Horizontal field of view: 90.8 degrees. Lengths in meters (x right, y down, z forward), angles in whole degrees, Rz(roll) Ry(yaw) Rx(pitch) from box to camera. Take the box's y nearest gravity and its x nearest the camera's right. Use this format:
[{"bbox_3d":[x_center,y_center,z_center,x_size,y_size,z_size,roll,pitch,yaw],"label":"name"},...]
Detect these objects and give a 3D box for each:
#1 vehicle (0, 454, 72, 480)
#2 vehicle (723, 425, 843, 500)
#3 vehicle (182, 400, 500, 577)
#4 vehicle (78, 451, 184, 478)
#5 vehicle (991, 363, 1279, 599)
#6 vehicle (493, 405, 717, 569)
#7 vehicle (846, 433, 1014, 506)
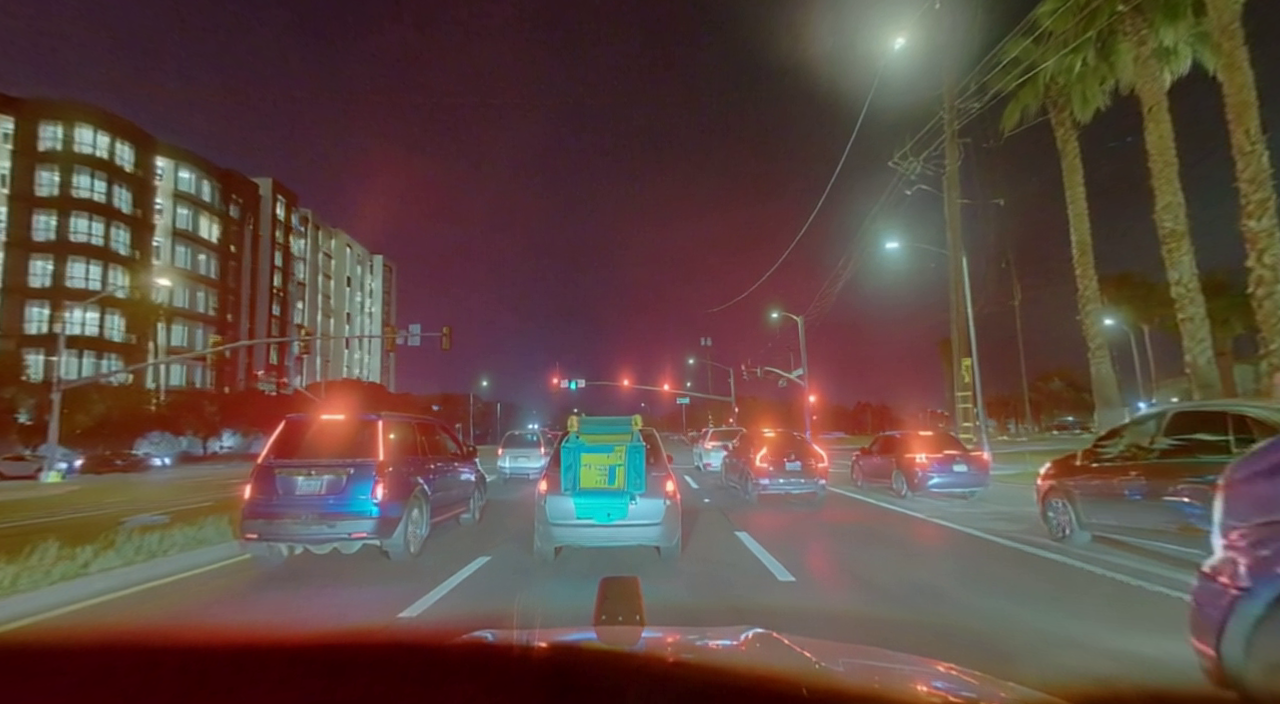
[{"bbox_3d":[-42.476,7.876,43.260,4.867,1.689,1.971,1,-9,-8],"label":"vehicle"},{"bbox_3d":[3.339,2.679,15.640,1.975,1.598,4.025,0,-8,-1],"label":"vehicle"},{"bbox_3d":[-3.526,1.707,8.674,2.136,1.779,4.417,0,-8,1],"label":"vehicle"},{"bbox_3d":[-35.695,7.877,44.461,5.422,1.765,1.937,1,-9,-8],"label":"vehicle"},{"bbox_3d":[6.474,1.333,6.930,2.130,1.979,5.310,0,-8,-1],"label":"vehicle"},{"bbox_3d":[-0.407,1.707,8.723,2.302,1.681,4.217,0,-8,-1],"label":"vehicle"},{"bbox_3d":[6.537,2.680,14.863,1.764,1.451,4.300,0,-8,-2],"label":"vehicle"}]
